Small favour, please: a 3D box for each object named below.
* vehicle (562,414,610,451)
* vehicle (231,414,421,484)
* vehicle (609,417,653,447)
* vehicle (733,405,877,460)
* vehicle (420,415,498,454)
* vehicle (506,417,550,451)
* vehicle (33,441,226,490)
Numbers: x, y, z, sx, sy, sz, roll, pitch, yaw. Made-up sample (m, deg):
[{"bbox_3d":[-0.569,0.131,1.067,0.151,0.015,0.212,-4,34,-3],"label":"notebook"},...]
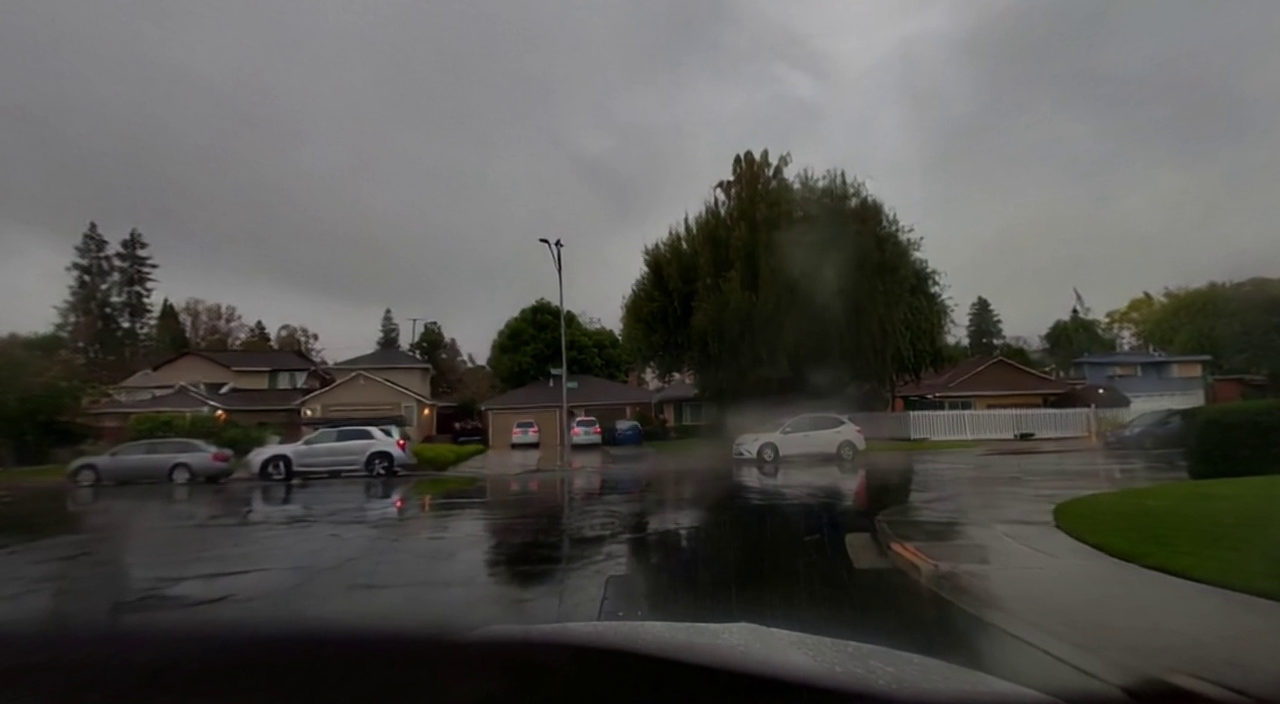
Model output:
[{"bbox_3d":[-3.210,4.655,36.465,2.278,1.969,5.533,1,-8,-10],"label":"vehicle"},{"bbox_3d":[-10.803,3.362,22.220,5.419,2.292,2.272,1,-7,-8],"label":"vehicle"},{"bbox_3d":[-0.636,4.843,38.014,2.005,1.699,4.234,1,-8,-10],"label":"vehicle"},{"bbox_3d":[6.272,3.141,24.409,4.919,1.969,2.104,2,-9,-5],"label":"vehicle"},{"bbox_3d":[-10.519,4.803,36.412,2.307,2.043,5.475,7,-11,-38],"label":"vehicle"},{"bbox_3d":[-6.824,5.017,38.327,2.391,1.894,5.075,1,-8,-11],"label":"vehicle"},{"bbox_3d":[-16.914,3.773,21.166,4.650,1.480,1.782,1,-9,-8],"label":"vehicle"}]
